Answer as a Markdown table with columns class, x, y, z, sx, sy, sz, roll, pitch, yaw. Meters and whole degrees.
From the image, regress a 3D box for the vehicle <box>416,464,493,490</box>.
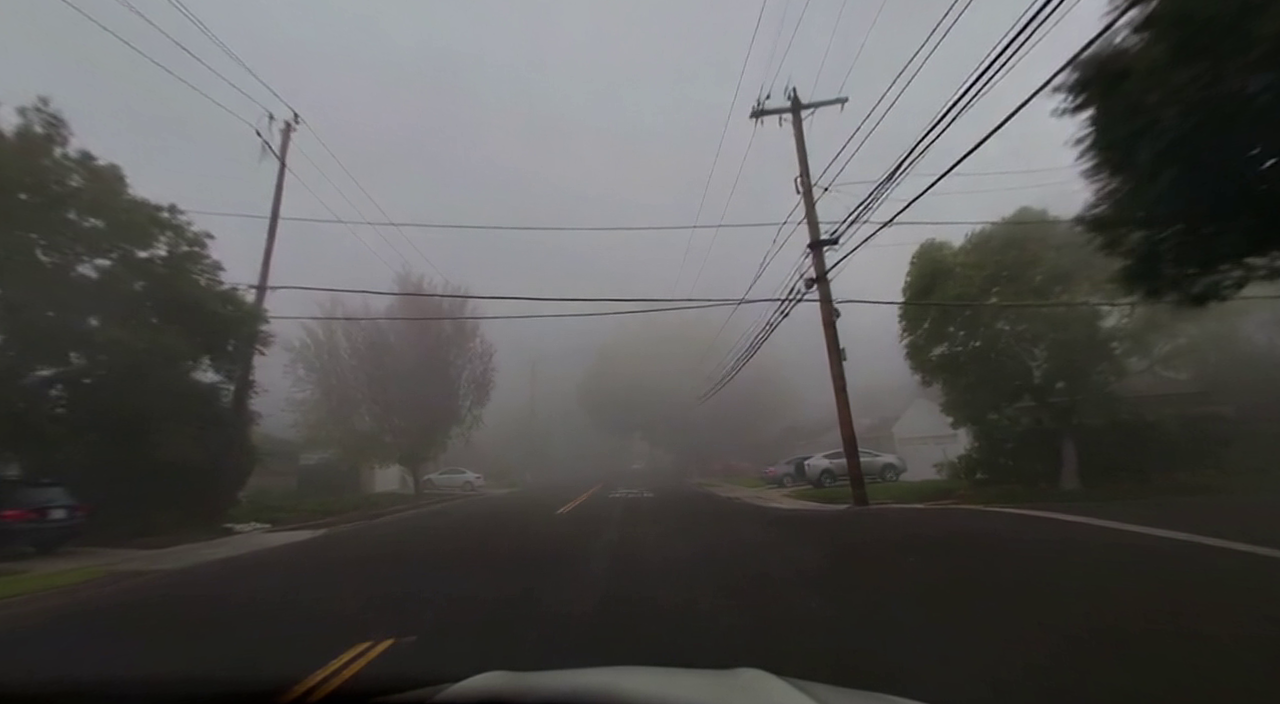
| class | x | y | z | sx | sy | sz | roll | pitch | yaw |
| --- | --- | --- | --- | --- | --- | --- | --- | --- | --- |
| vehicle | -11.924 | 8.076 | 40.826 | 4.243 | 1.598 | 2.003 | -1 | -10 | 3 |

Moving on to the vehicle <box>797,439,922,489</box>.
| class | x | y | z | sx | sy | sz | roll | pitch | yaw |
| --- | --- | --- | --- | --- | --- | --- | --- | --- | --- |
| vehicle | 9.268 | 4.753 | 26.977 | 4.557 | 2.012 | 1.917 | 0 | -9 | -3 |

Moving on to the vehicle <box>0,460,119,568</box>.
| class | x | y | z | sx | sy | sz | roll | pitch | yaw |
| --- | --- | --- | --- | --- | --- | --- | --- | --- | --- |
| vehicle | -12.915 | 2.997 | 11.984 | 4.245 | 1.821 | 1.918 | 0 | -9 | -2 |
